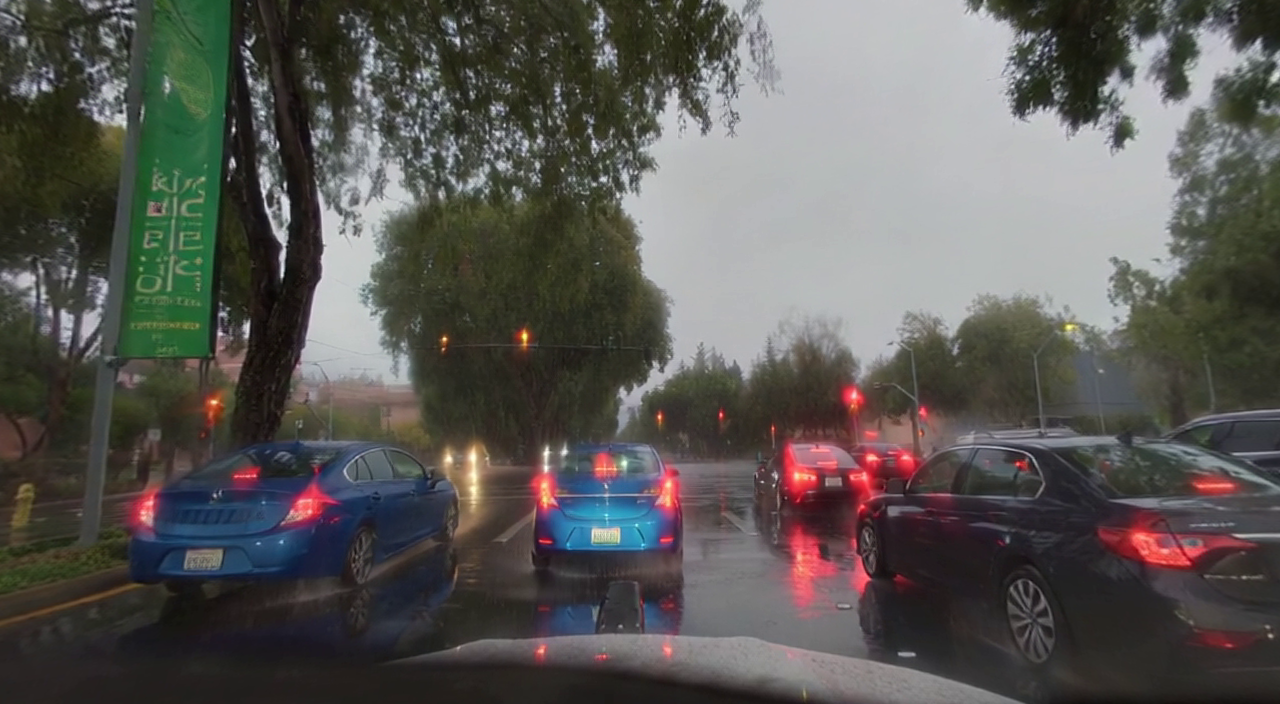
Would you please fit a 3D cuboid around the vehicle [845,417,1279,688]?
[{"bbox_3d":[3.596,1.438,5.762,1.953,1.471,4.470,0,-9,0],"label":"vehicle"}]

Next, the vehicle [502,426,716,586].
[{"bbox_3d":[-0.315,1.724,7.819,1.994,1.479,3.647,0,-9,-1],"label":"vehicle"}]

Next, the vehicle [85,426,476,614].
[{"bbox_3d":[-3.370,1.633,7.091,1.929,1.457,4.136,0,-9,0],"label":"vehicle"}]

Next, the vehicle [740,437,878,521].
[{"bbox_3d":[3.396,2.612,13.497,1.852,1.498,3.825,0,-9,-1],"label":"vehicle"}]
